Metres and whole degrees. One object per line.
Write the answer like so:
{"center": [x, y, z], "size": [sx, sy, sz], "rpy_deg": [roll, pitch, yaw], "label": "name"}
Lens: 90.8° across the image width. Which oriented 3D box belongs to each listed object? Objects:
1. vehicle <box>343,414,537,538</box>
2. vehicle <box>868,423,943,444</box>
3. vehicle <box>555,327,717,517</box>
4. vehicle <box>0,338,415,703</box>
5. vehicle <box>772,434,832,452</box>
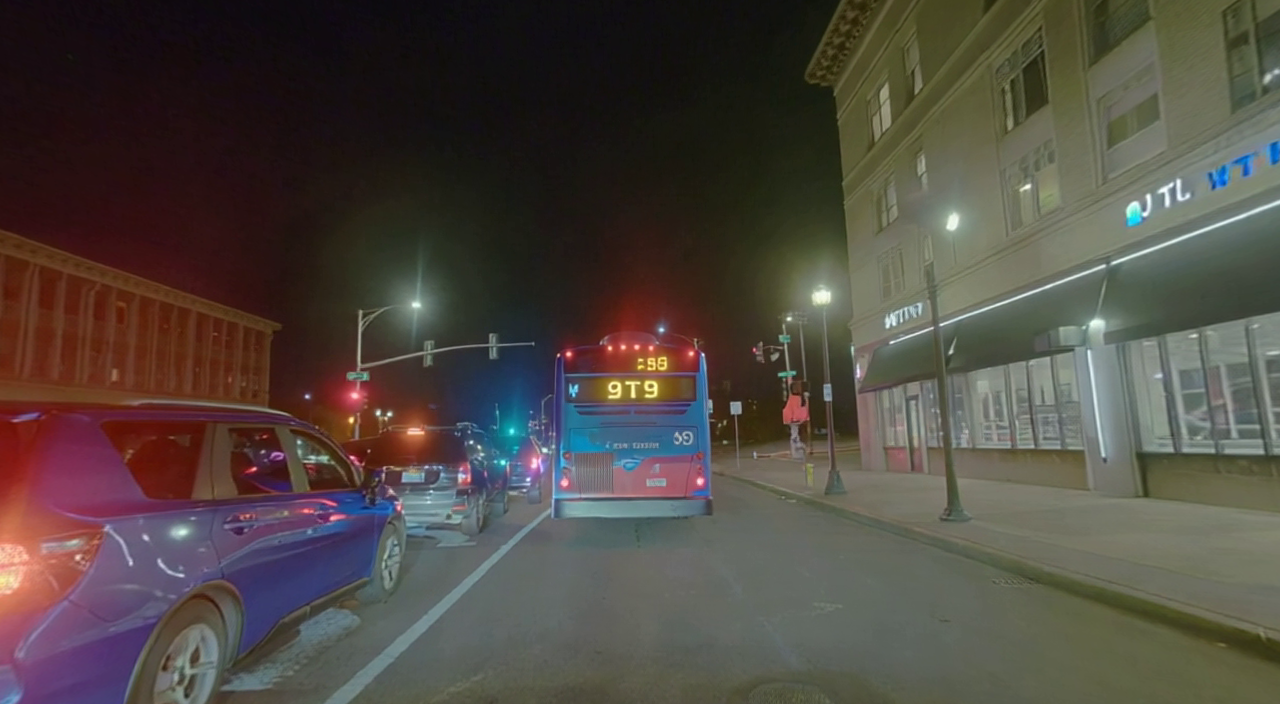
{"center": [-3.353, 2.201, 11.800], "size": [2.096, 1.828, 4.669], "rpy_deg": [0, -8, 0], "label": "vehicle"}
{"center": [19.787, 6.108, 47.203], "size": [4.827, 1.555, 1.863], "rpy_deg": [1, -9, -6], "label": "vehicle"}
{"center": [-0.316, 1.993, 16.577], "size": [2.938, 3.468, 9.972], "rpy_deg": [0, -9, -3], "label": "vehicle"}
{"center": [-3.224, 1.089, 3.950], "size": [2.020, 1.725, 4.384], "rpy_deg": [0, -8, 0], "label": "vehicle"}
{"center": [11.914, 6.737, 46.657], "size": [3.949, 1.337, 1.738], "rpy_deg": [0, -9, -3], "label": "vehicle"}
